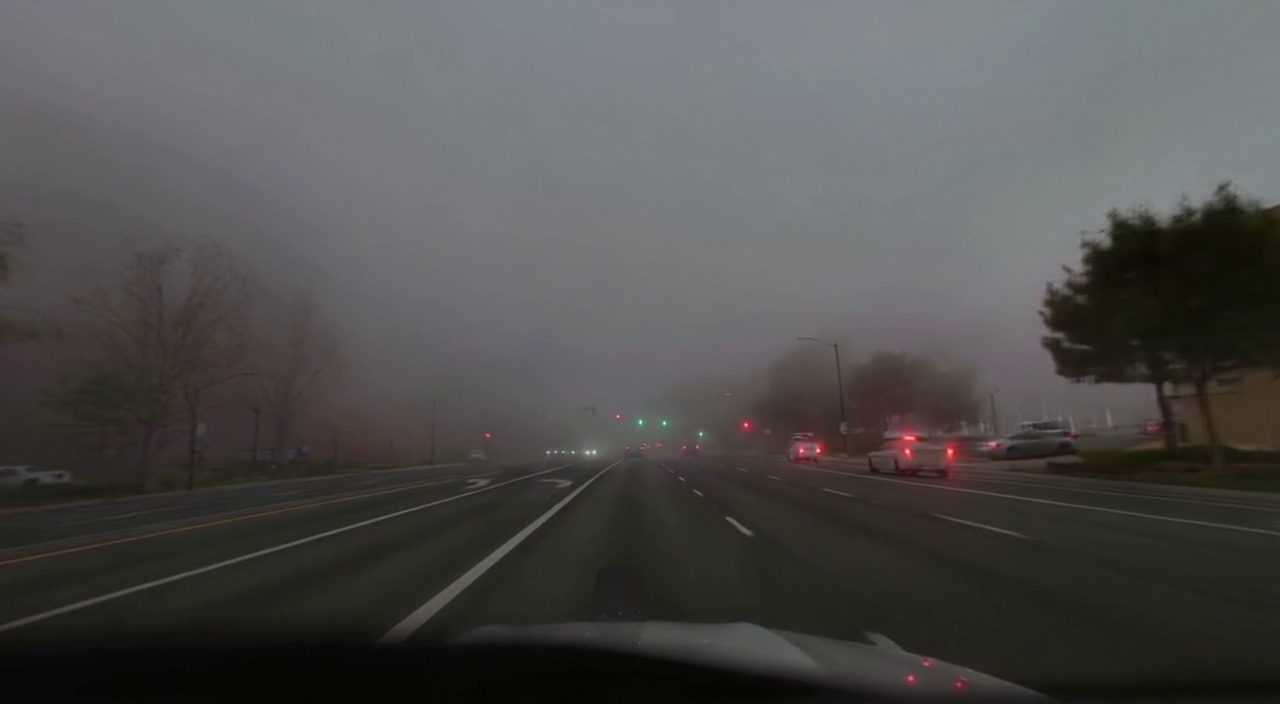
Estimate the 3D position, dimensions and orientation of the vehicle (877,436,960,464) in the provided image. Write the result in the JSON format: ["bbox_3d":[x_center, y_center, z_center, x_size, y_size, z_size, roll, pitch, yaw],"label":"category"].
[{"bbox_3d":[18.171,6.437,41.385,4.427,1.747,2.024,0,-9,-2],"label":"vehicle"}]

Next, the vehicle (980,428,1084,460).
[{"bbox_3d":[23.834,5.595,38.513,4.893,1.873,2.191,0,-8,-3],"label":"vehicle"}]
